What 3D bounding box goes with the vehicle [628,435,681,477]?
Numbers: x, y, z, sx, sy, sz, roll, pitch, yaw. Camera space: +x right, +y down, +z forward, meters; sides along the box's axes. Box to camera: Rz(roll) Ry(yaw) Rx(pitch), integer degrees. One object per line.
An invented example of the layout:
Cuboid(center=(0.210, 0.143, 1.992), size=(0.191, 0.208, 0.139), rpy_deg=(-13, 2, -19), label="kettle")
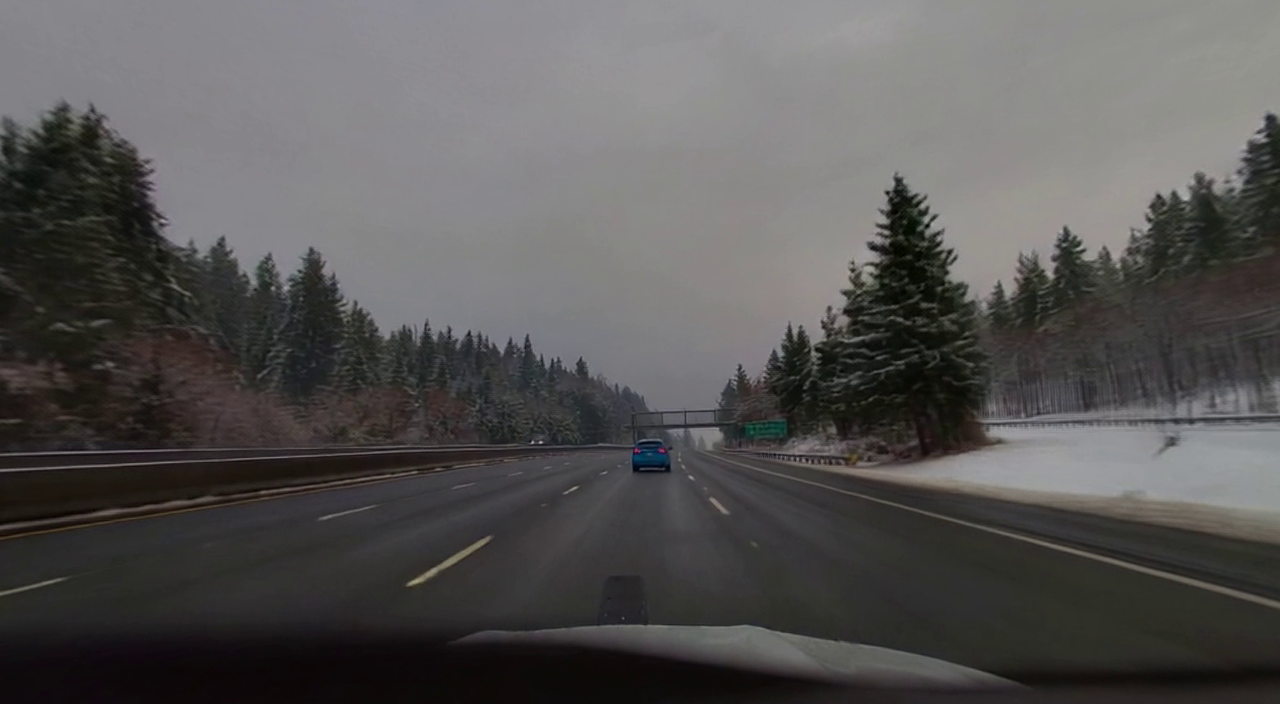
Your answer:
Cuboid(center=(0.703, 4.484, 27.363), size=(2.133, 1.686, 4.203), rpy_deg=(-1, -8, 3), label="vehicle")
